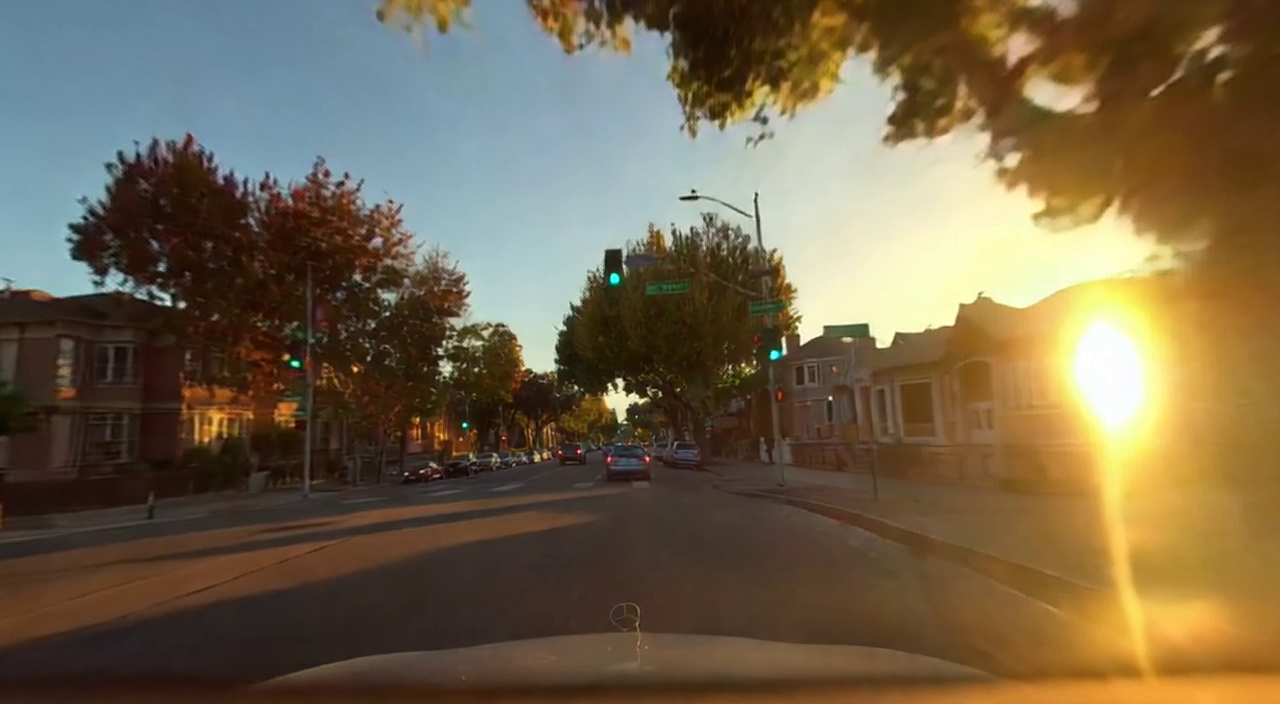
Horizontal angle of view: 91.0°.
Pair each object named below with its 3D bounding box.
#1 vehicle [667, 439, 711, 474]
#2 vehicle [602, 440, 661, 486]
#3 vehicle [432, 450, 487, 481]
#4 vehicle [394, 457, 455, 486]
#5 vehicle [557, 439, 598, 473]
[{"bbox_3d":[2.574,5.659,34.271,1.969,1.725,4.387,0,-9,-1],"label":"vehicle"},{"bbox_3d":[-0.327,4.047,23.243,1.998,1.518,4.015,0,-9,-1],"label":"vehicle"},{"bbox_3d":[-12.300,7.731,43.385,2.109,1.941,6.025,0,-9,-1],"label":"vehicle"},{"bbox_3d":[-12.178,6.765,35.867,1.913,1.475,4.372,0,-9,1],"label":"vehicle"},{"bbox_3d":[-3.617,6.101,37.064,1.983,1.841,4.013,0,-9,1],"label":"vehicle"}]
